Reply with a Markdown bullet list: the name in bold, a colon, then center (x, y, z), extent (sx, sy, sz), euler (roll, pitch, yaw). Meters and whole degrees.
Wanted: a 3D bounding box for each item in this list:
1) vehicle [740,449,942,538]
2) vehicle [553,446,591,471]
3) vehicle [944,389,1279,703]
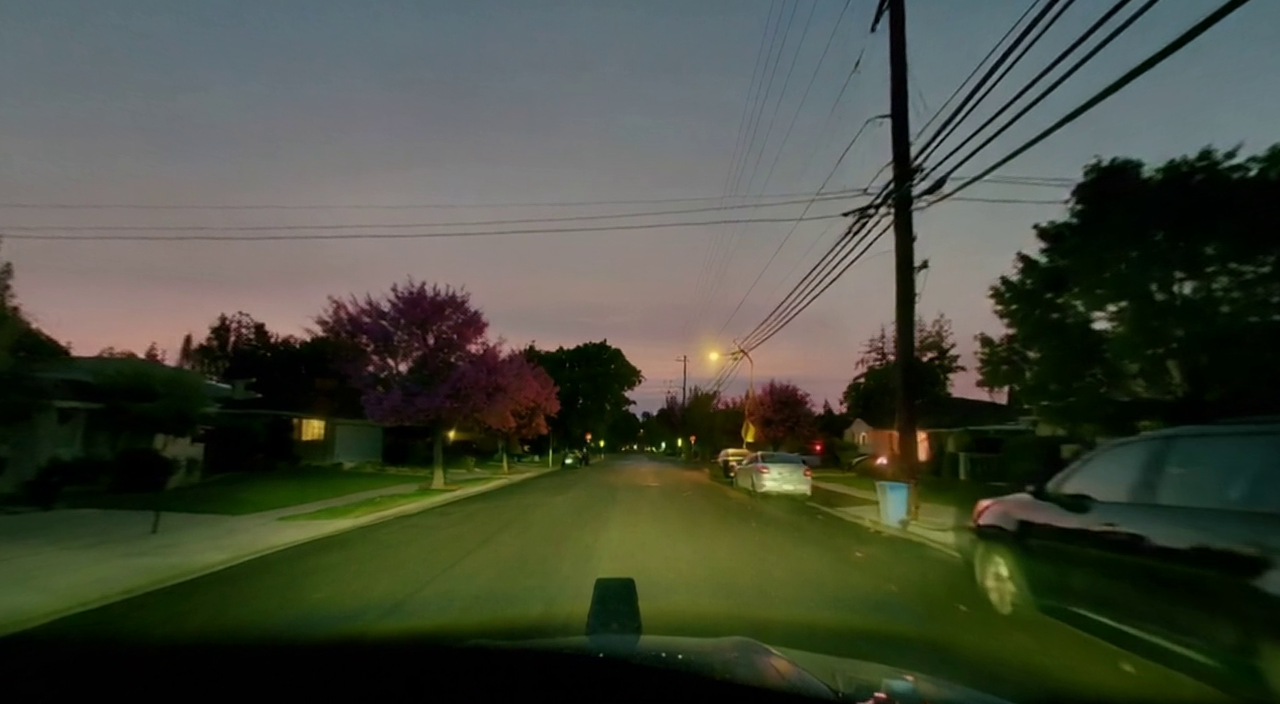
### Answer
- **vehicle**: center (4.223, 2.710, 12.872), extent (2.075, 1.449, 4.526), euler (-9, -12, 43)
- **vehicle**: center (-4.475, 7.114, 42.375), extent (1.938, 1.508, 4.481), euler (0, -8, 2)
- **vehicle**: center (3.935, 1.146, 3.703), extent (2.103, 1.679, 4.386), euler (0, -9, 0)
